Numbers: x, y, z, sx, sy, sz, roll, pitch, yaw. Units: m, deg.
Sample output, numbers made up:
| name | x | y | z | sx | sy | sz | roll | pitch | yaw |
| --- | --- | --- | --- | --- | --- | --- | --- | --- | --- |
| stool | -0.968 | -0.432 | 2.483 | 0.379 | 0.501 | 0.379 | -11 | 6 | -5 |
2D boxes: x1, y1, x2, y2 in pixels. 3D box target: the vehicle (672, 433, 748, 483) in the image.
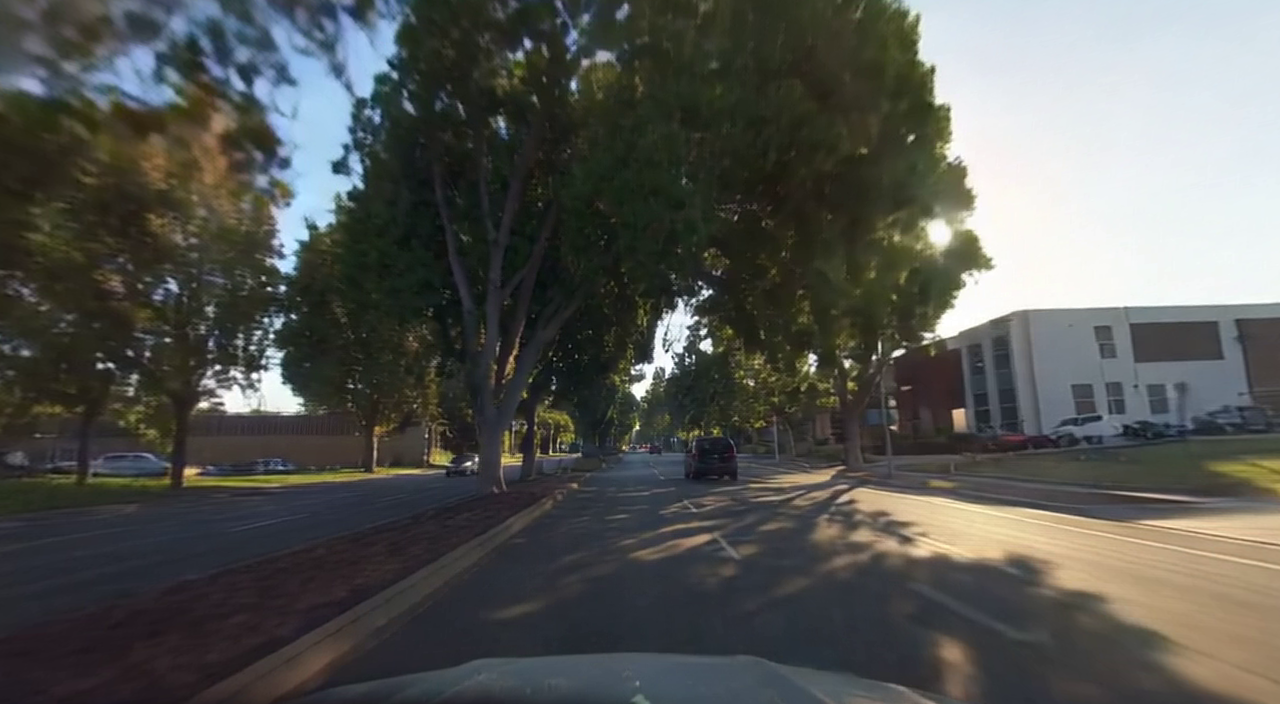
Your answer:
| name | x | y | z | sx | sy | sz | roll | pitch | yaw |
| --- | --- | --- | --- | --- | --- | --- | --- | --- | --- |
| vehicle | 2.571 | 4.050 | 24.426 | 2.240 | 1.740 | 4.605 | 0 | -8 | -2 |

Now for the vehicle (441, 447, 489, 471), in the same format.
| name | x | y | z | sx | sy | sz | roll | pitch | yaw |
| --- | --- | --- | --- | --- | --- | --- | --- | --- | --- |
| vehicle | -12.282 | 7.520 | 44.666 | 1.888 | 1.615 | 5.012 | 0 | -8 | 0 |
